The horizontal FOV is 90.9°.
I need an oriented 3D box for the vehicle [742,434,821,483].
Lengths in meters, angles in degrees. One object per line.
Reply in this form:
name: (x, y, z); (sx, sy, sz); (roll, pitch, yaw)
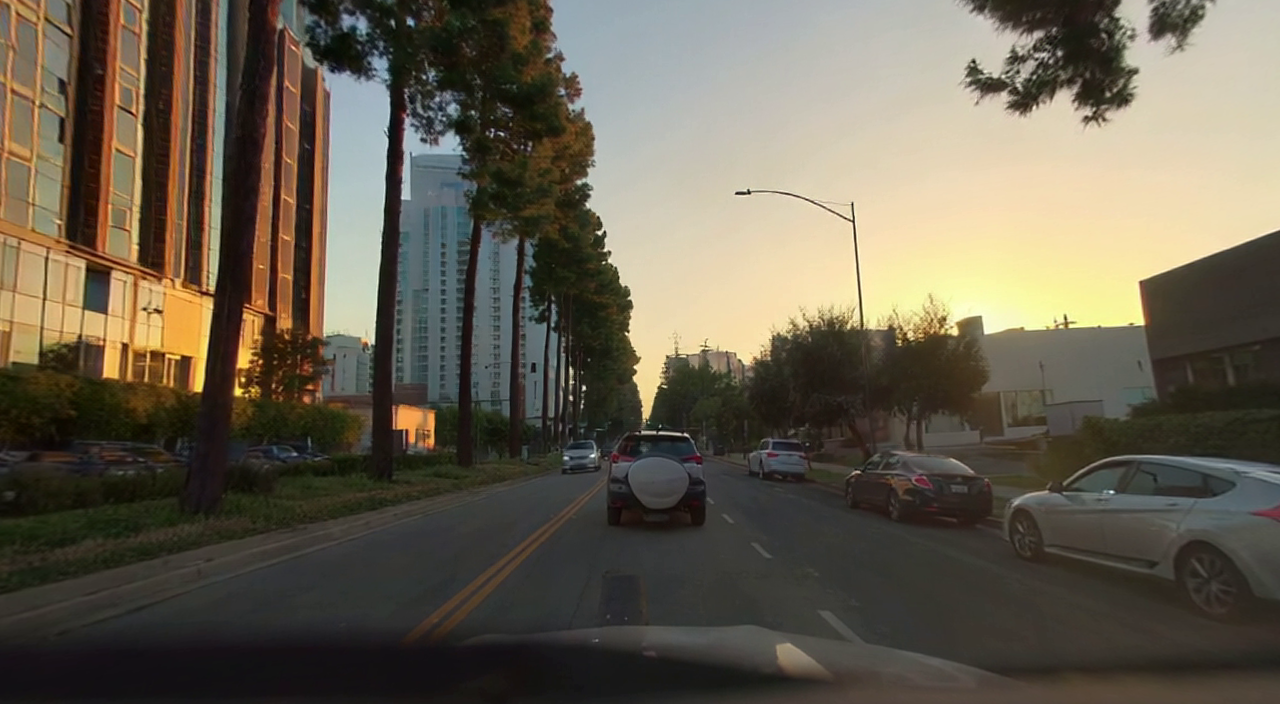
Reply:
vehicle: (5.653, 4.313, 25.817); (2.059, 1.813, 4.637); (0, -9, -1)

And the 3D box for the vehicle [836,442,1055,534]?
vehicle: (5.666, 2.545, 12.576); (1.852, 1.452, 4.852); (0, -9, -1)

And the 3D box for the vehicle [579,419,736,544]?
vehicle: (0.249, 2.032, 10.466); (2.105, 1.653, 3.887); (0, -9, 1)

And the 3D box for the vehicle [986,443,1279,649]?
vehicle: (5.539, 1.622, 6.028); (1.809, 1.478, 4.623); (0, -9, 0)
